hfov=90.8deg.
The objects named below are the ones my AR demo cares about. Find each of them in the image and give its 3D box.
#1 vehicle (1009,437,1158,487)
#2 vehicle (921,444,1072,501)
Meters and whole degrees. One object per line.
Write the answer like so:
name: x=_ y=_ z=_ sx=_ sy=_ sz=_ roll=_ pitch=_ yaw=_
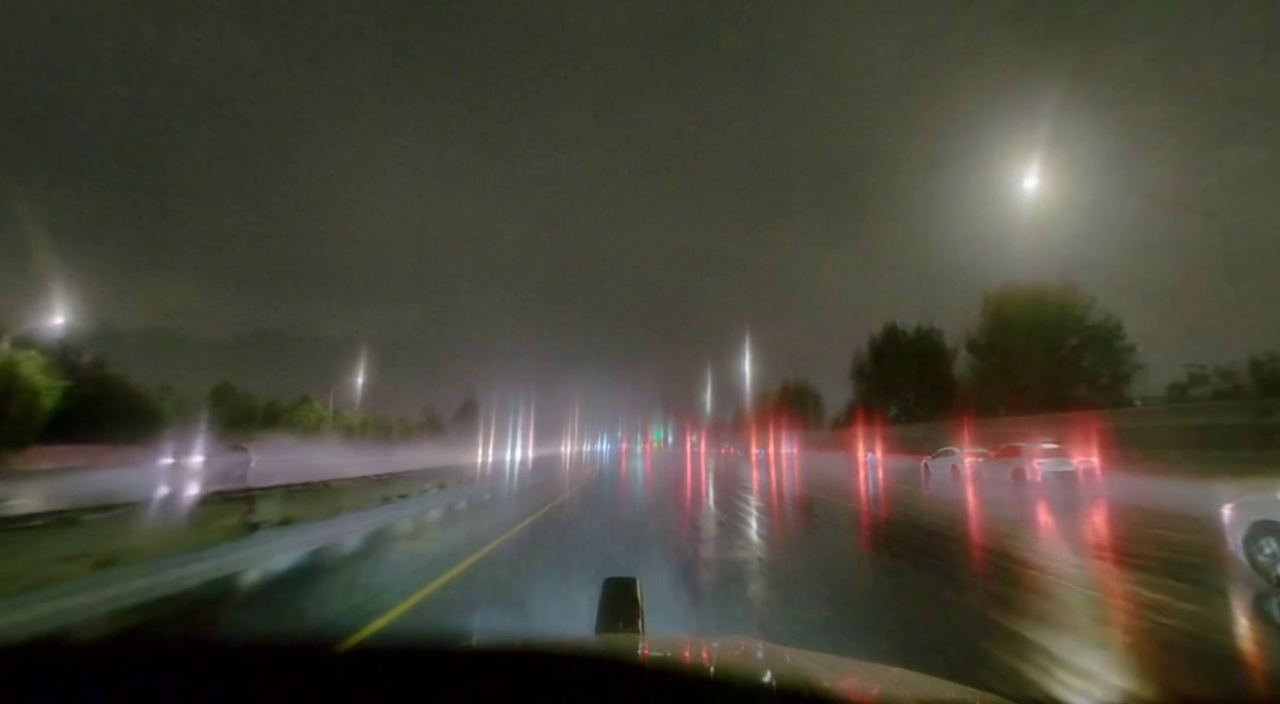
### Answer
vehicle: x=16.728 y=4.145 z=24.260 sx=2.034 sy=1.698 sz=5.065 roll=0 pitch=-8 yaw=-1
vehicle: x=9.867 y=3.330 z=17.917 sx=1.836 sy=1.418 sz=4.132 roll=0 pitch=-8 yaw=-1
